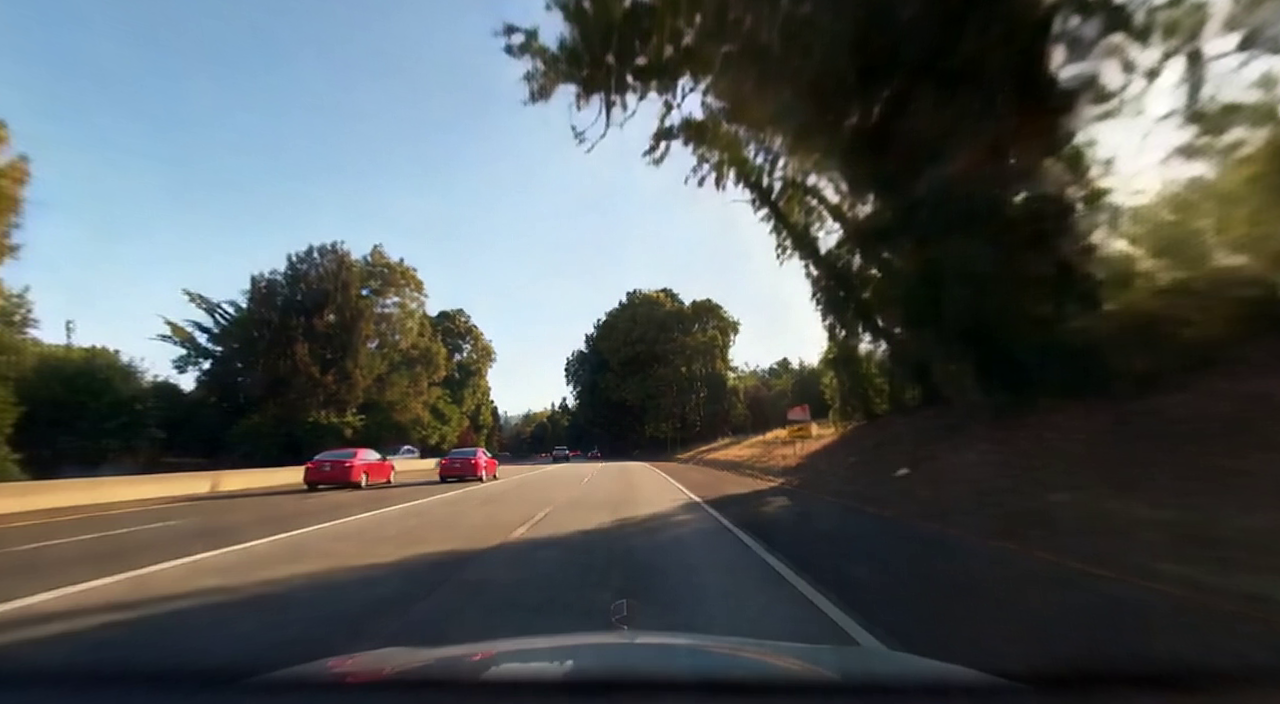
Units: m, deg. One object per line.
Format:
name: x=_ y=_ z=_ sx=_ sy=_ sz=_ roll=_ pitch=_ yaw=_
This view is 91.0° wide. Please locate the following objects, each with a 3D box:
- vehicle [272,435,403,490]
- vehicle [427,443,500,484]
vehicle: x=-11.754 y=4.350 z=25.086 sx=2.425 sy=1.926 sz=5.584 roll=0 pitch=-9 yaw=0
vehicle: x=-7.724 y=4.916 z=28.033 sx=2.060 sy=1.680 sz=4.255 roll=0 pitch=-9 yaw=-1
